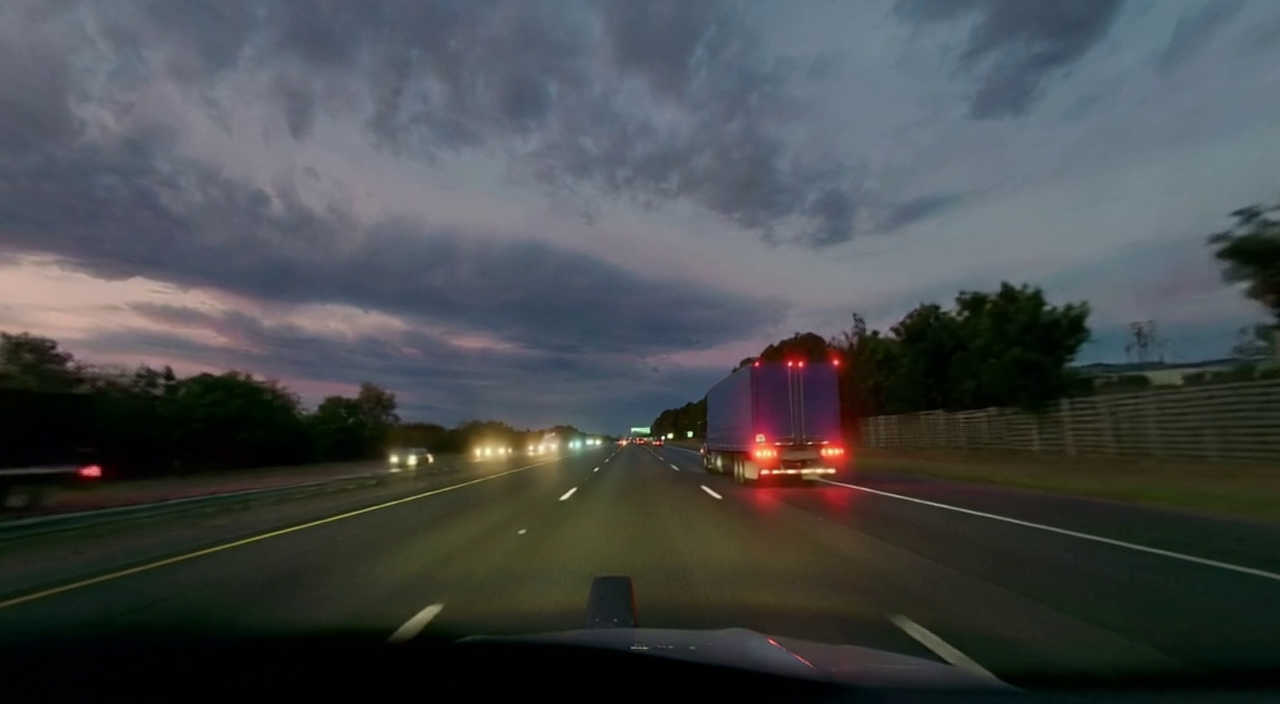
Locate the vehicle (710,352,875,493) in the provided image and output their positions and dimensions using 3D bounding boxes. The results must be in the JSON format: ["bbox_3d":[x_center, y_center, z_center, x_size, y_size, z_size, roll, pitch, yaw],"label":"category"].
[{"bbox_3d":[4.060,2.204,18.941,2.766,3.349,7.796,0,-8,-2],"label":"vehicle"}]
